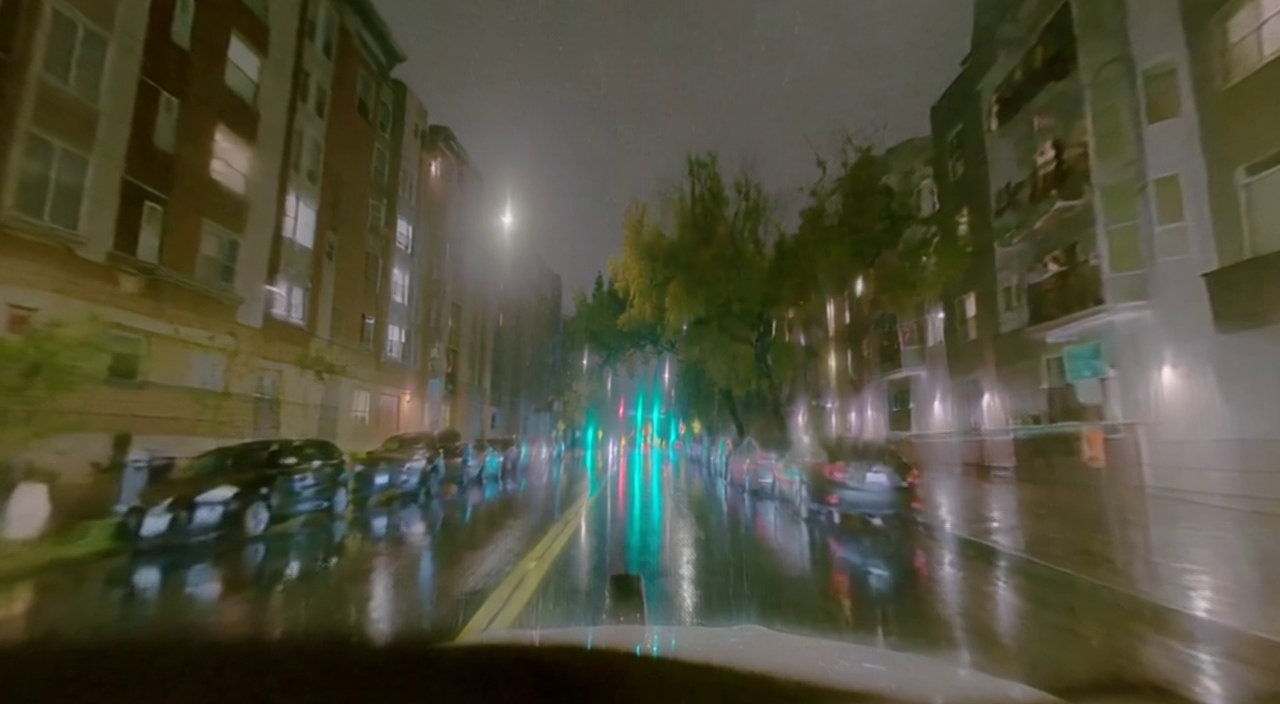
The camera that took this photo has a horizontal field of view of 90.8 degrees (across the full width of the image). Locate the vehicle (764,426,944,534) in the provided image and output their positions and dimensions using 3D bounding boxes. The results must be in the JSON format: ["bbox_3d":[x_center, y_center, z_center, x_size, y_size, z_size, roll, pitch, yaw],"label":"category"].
[{"bbox_3d":[3.805,2.300,12.241,1.924,1.657,4.665,0,-7,1],"label":"vehicle"}]

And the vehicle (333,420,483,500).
[{"bbox_3d":[-6.166,2.882,17.554,2.175,1.849,4.725,-2,-7,3],"label":"vehicle"}]

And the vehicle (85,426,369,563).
[{"bbox_3d":[-6.376,2.130,10.498,1.763,1.612,4.462,-5,-7,-1],"label":"vehicle"}]
